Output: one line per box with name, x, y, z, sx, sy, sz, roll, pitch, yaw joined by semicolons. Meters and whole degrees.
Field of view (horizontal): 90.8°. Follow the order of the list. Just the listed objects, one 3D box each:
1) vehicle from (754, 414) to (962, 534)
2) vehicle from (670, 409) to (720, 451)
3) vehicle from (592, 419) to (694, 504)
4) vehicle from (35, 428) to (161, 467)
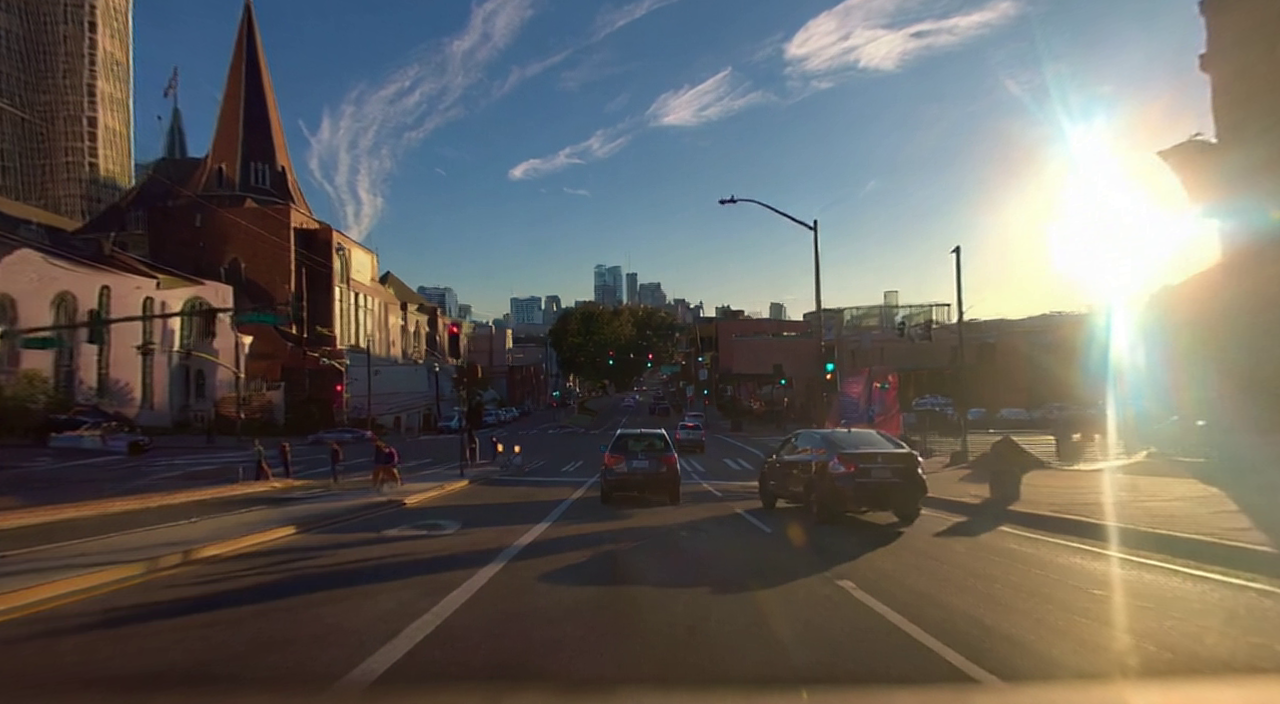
vehicle;3.624;2.135;11.643;2.080;1.735;4.650;0;-8;-1
vehicle;3.062;4.408;36.432;2.228;1.922;5.335;0;-2;-2
vehicle;0.130;2.640;15.559;2.168;1.776;4.135;0;-8;2
vehicle;-30.225;5.312;35.382;4.955;1.828;2.268;0;-3;-3
